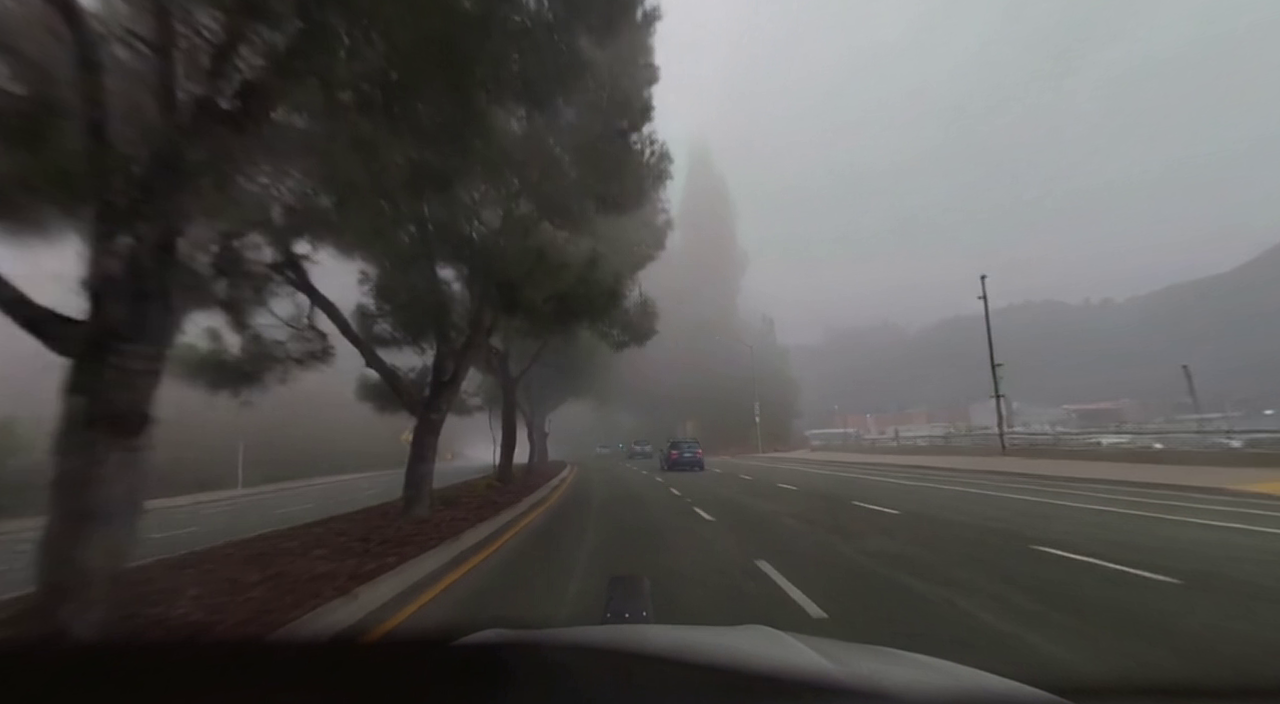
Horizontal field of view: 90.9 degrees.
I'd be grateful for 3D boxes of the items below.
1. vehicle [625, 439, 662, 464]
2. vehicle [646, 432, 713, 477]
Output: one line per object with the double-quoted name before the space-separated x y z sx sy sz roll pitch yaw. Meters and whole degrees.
"vehicle" 0.215 7.577 48.285 2.210 1.788 4.293 1 -9 -8
"vehicle" 1.617 4.441 27.436 2.253 1.756 4.313 0 -9 -5
